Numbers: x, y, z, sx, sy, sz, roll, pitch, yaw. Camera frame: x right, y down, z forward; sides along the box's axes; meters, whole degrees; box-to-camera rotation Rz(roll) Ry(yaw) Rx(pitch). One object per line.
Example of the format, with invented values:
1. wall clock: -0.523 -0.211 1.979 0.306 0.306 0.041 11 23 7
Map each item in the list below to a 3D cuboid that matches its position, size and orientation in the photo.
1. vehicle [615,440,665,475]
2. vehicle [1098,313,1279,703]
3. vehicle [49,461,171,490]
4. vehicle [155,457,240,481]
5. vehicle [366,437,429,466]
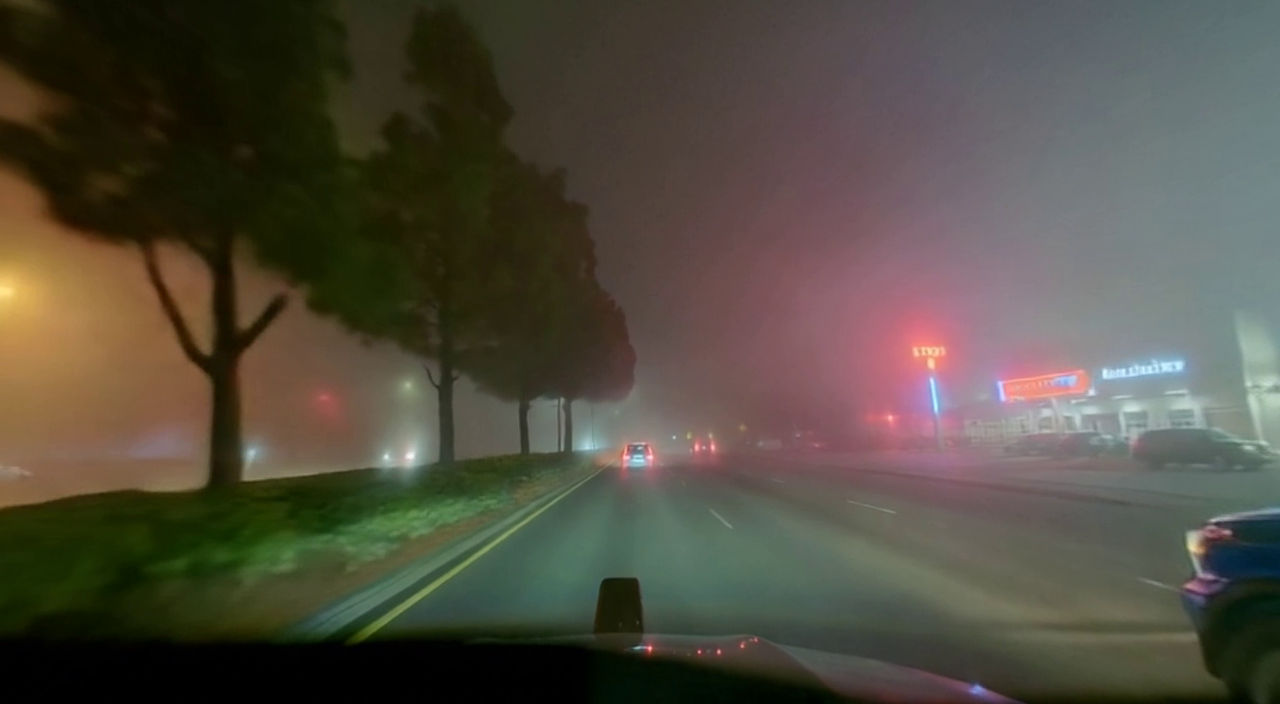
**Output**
1. vehicle: -0.027 4.708 28.491 2.126 1.475 3.967 0 -8 -1
2. vehicle: 3.178 0.512 0.621 2.110 1.698 4.397 0 -8 0
3. vehicle: -29.170 6.791 34.883 4.702 1.471 2.215 0 -8 0
4. vehicle: -30.128 7.977 43.078 4.309 1.468 2.014 -1 -9 2
5. vehicle: -17.029 7.028 44.691 2.195 1.911 5.549 0 -8 0
